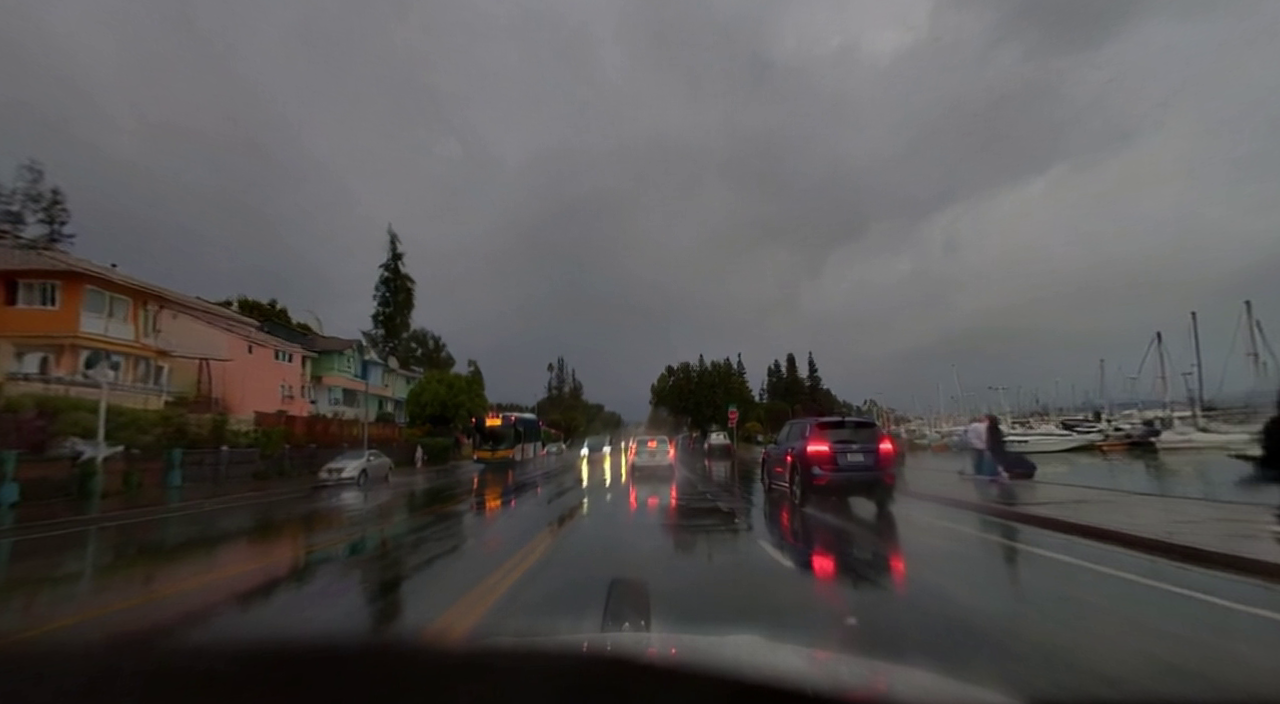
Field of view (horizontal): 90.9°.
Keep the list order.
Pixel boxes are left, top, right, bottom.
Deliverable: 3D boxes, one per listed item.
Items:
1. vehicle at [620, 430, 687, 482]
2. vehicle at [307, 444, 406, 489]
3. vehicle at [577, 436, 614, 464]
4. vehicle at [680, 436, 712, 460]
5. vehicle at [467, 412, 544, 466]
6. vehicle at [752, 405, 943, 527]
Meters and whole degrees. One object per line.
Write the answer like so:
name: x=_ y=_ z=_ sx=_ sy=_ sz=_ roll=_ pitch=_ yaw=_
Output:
vehicle: x=0.430 y=3.636 z=22.198 sx=2.132 sy=1.632 sz=3.838 roll=0 pitch=-8 yaw=0
vehicle: x=-10.349 y=4.186 z=23.360 sx=1.731 sy=1.489 sz=3.841 roll=-1 pitch=-8 yaw=3
vehicle: x=-2.762 y=6.178 z=40.007 sx=1.929 sy=1.648 sz=4.114 roll=-1 pitch=-8 yaw=2
vehicle: x=4.001 y=6.935 z=45.662 sx=1.876 sy=1.626 sz=3.851 roll=0 pitch=-8 yaw=-1
vehicle: x=-9.410 y=6.293 z=45.435 sx=2.995 sy=3.421 sz=9.259 roll=-1 pitch=-8 yaw=3
vehicle: x=3.495 y=2.032 z=11.688 sx=2.000 sy=1.809 sz=4.405 roll=0 pitch=-8 yaw=0
